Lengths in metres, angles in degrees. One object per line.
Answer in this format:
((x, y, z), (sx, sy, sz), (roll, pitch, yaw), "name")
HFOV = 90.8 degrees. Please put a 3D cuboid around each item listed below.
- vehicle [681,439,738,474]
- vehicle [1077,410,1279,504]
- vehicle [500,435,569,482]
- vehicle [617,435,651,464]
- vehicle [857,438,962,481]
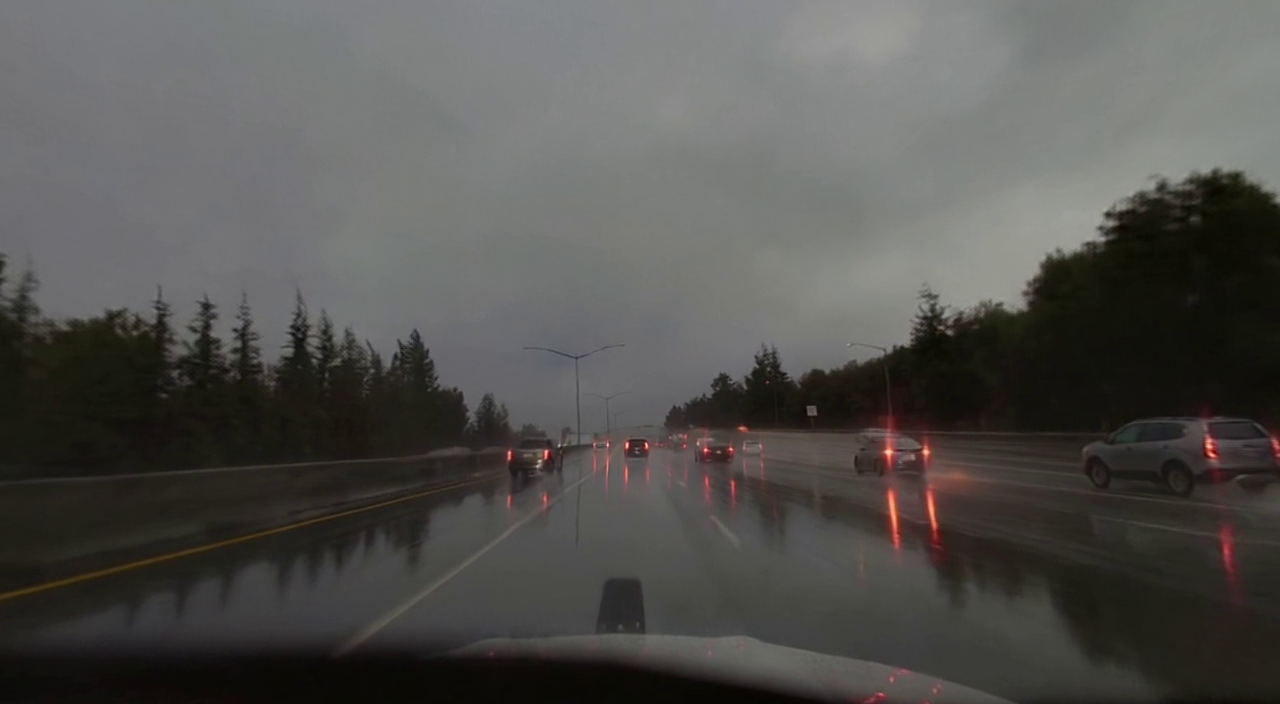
((3.121, 4.768, 29.136), (2.007, 1.469, 4.337), (0, -8, -1), "vehicle")
((12.956, 2.376, 14.665), (2.076, 1.799, 4.871), (0, -8, -1), "vehicle")
((-4.020, 4.120, 24.740), (1.992, 1.651, 4.185), (0, -8, 0), "vehicle")
((-0.386, 6.615, 42.905), (2.192, 1.813, 4.864), (0, -8, 0), "vehicle")
((9.496, 3.815, 22.662), (1.910, 1.384, 3.867), (1, -8, -3), "vehicle")
